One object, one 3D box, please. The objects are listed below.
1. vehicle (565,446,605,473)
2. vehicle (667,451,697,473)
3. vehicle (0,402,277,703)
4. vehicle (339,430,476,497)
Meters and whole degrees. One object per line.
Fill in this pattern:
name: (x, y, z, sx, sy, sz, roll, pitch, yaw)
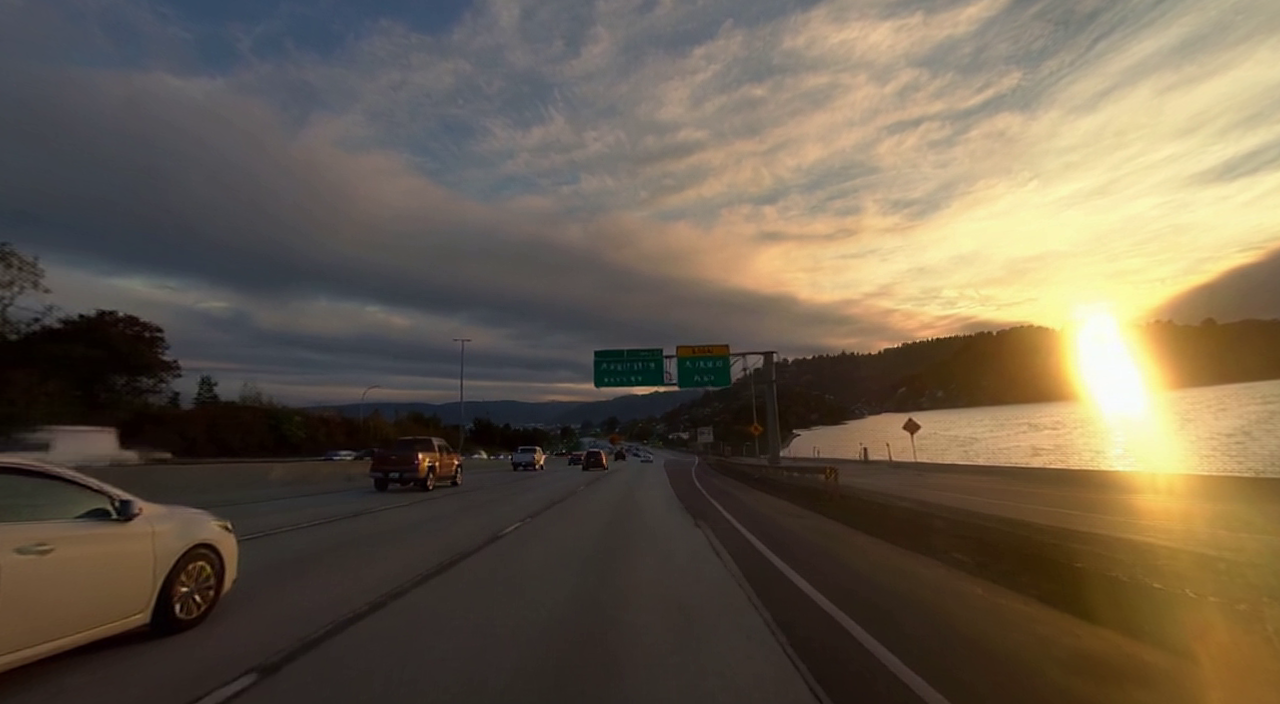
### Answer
vehicle: (-3.602, 7.133, 42.040, 2.132, 1.708, 4.571, 0, -9, 1)
vehicle: (3.114, 8.225, 47.350, 2.153, 1.510, 4.646, 0, -9, 3)
vehicle: (-4.086, 1.001, 2.923, 2.027, 1.547, 4.511, 0, -9, 1)
vehicle: (-7.433, 3.630, 20.974, 2.250, 1.870, 5.647, 0, -9, 2)
